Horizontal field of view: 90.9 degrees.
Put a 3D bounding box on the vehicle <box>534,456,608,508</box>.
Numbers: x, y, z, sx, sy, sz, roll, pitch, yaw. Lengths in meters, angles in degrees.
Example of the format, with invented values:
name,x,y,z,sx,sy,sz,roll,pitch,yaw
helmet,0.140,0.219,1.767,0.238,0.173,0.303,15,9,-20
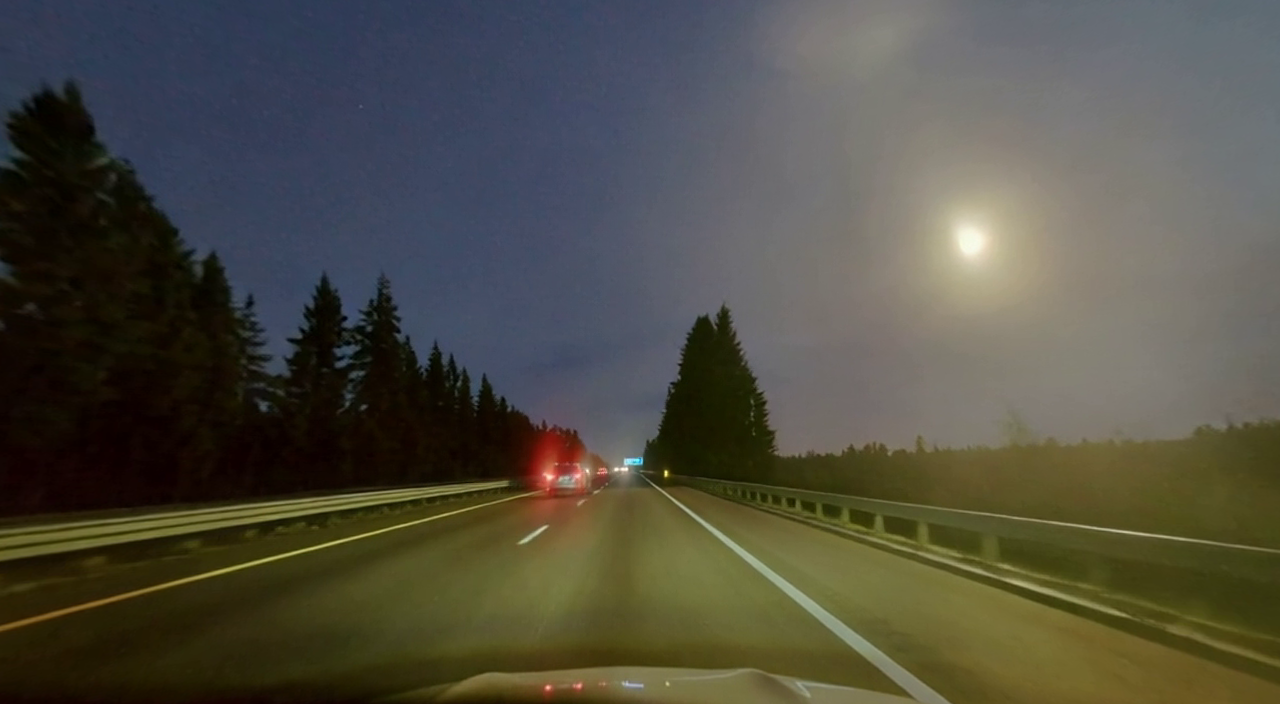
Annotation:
name,x,y,z,sx,sy,sz,roll,pitch,yaw
vehicle,-2.403,4.766,23.276,2.107,1.668,4.554,0,-11,1
